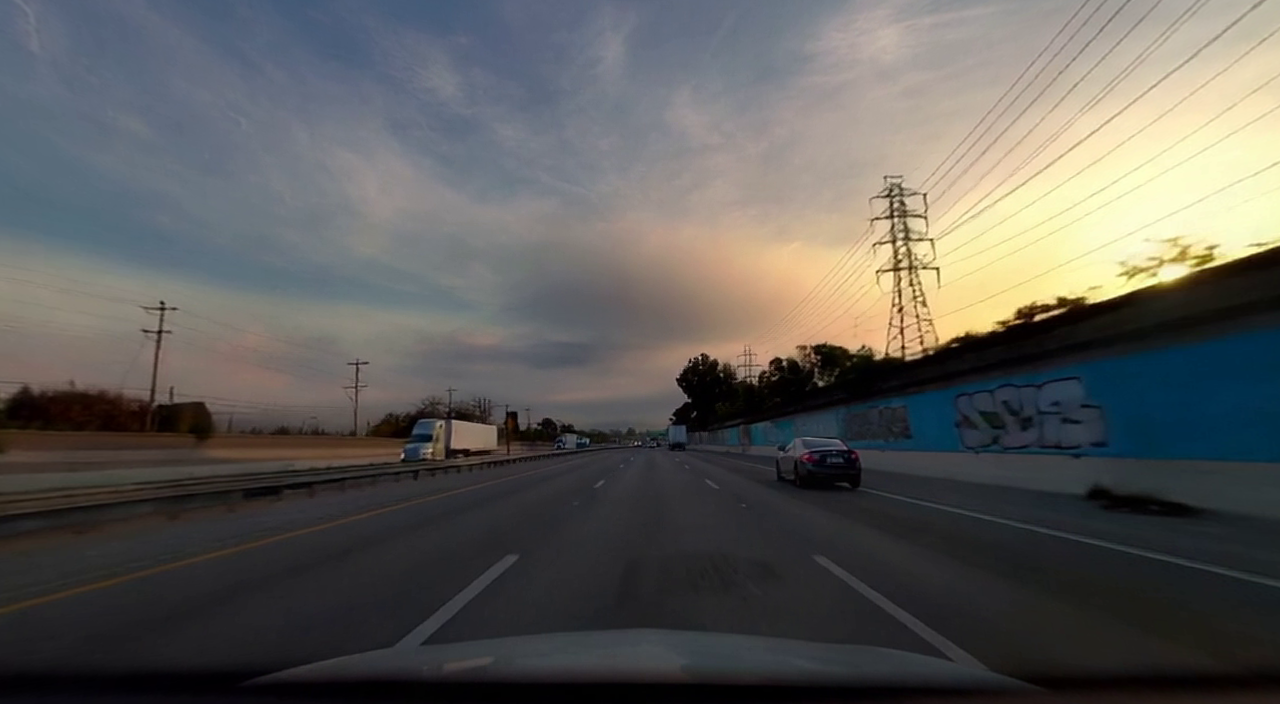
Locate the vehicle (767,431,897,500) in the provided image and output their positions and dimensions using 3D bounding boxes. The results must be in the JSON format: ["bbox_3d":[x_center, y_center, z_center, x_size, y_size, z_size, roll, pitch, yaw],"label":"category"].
[{"bbox_3d":[4.651,2.792,15.913,1.991,1.494,3.951,0,-8,0],"label":"vehicle"}]
